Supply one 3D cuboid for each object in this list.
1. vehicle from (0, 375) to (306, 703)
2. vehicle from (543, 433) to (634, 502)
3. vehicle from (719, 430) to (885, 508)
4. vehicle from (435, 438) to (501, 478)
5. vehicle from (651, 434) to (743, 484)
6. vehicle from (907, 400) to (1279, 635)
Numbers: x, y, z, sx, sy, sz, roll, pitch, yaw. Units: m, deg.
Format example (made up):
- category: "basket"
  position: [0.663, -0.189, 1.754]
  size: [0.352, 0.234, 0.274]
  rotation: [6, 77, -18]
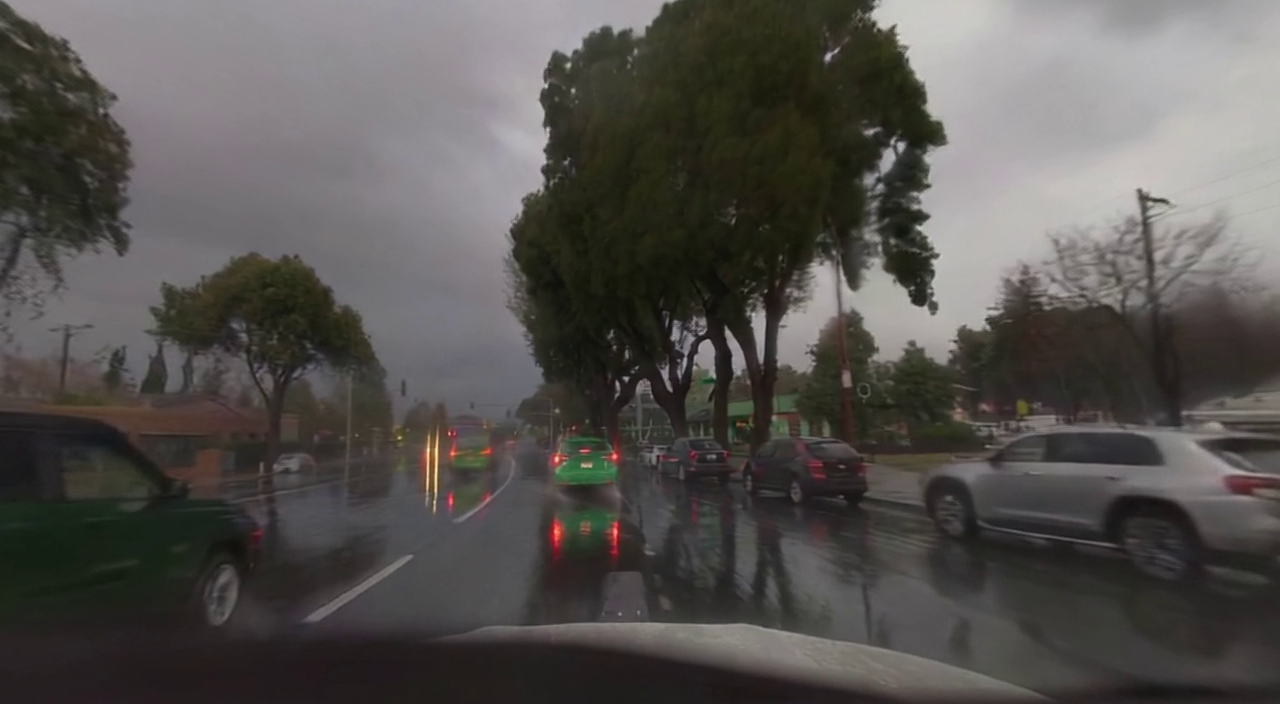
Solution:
- category: "vehicle"
  position: [-4.217, 1.092, 3.813]
  size: [2.065, 1.714, 4.570]
  rotation: [0, -8, -3]
- category: "vehicle"
  position: [-1.313, 2.875, 16.152]
  size: [2.001, 1.483, 4.442]
  rotation: [1, -8, -5]
- category: "vehicle"
  position: [3.483, 2.620, 14.649]
  size: [1.867, 1.489, 4.694]
  rotation: [2, -9, -11]
- category: "vehicle"
  position: [-7.147, 4.426, 26.604]
  size: [2.105, 1.477, 4.857]
  rotation: [1, -8, -9]
- category: "vehicle"
  position: [1.841, 3.680, 22.044]
  size: [1.911, 1.534, 4.599]
  rotation: [2, -9, -12]
- category: "vehicle"
  position: [4.834, 1.406, 6.285]
  size: [1.905, 1.537, 4.276]
  rotation: [1, -9, -10]
